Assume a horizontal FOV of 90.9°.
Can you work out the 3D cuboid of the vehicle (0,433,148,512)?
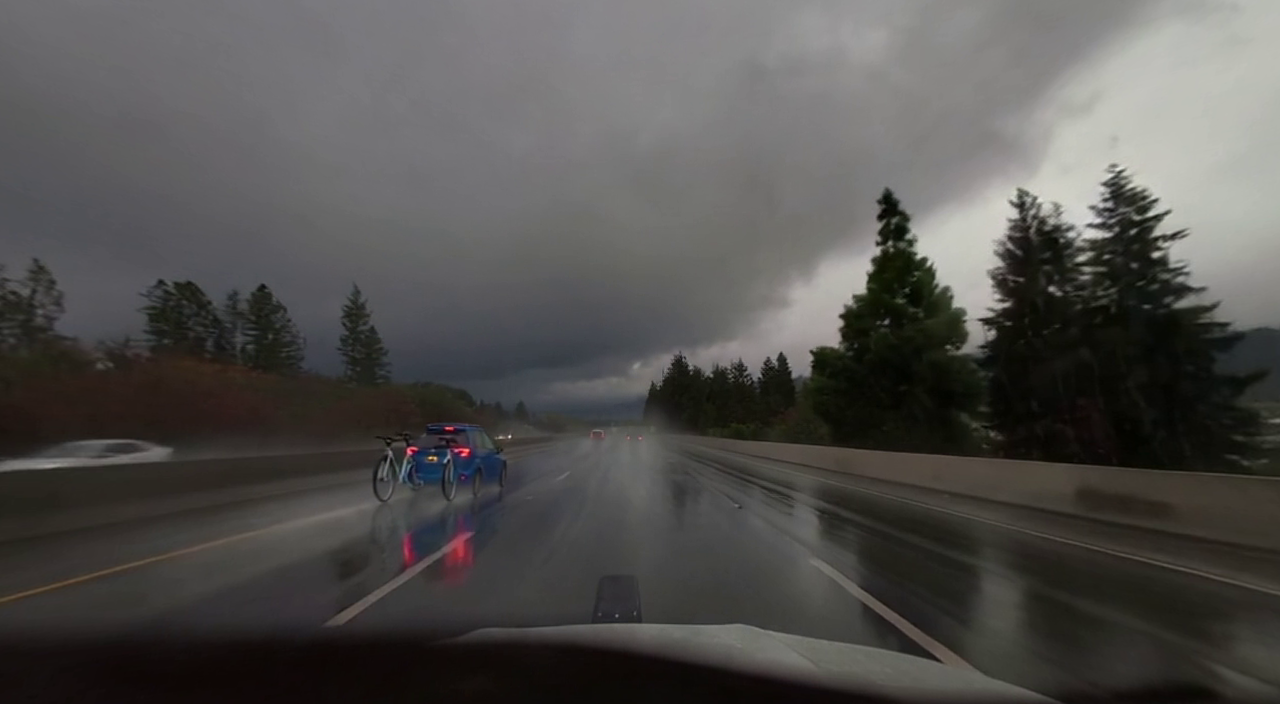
[{"bbox_3d":[-12.956,2.428,13.057,1.900,1.462,4.525,0,-8,-1],"label":"vehicle"}]

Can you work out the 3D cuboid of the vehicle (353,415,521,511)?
[{"bbox_3d":[-3.948,2.221,13.188,2.064,1.647,4.381,0,-8,0],"label":"vehicle"}]
